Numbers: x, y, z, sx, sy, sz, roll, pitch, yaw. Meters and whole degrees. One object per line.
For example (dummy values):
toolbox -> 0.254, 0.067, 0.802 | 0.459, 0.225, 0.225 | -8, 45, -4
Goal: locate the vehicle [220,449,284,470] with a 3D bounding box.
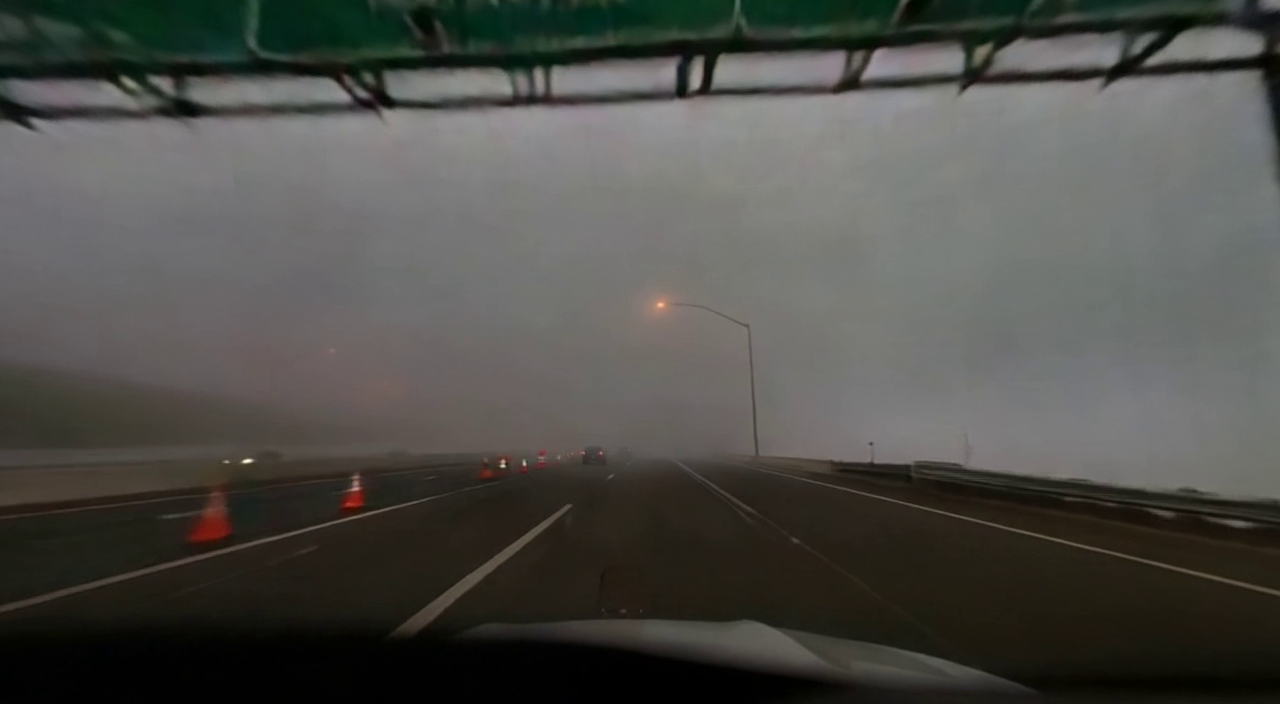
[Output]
vehicle -> -30.136, 8.360, 48.985 | 1.830, 1.472, 4.852 | 0, -8, 1

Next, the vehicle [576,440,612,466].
vehicle -> -3.020, 6.694, 41.873 | 2.078, 1.629, 4.059 | 0, -8, 1
